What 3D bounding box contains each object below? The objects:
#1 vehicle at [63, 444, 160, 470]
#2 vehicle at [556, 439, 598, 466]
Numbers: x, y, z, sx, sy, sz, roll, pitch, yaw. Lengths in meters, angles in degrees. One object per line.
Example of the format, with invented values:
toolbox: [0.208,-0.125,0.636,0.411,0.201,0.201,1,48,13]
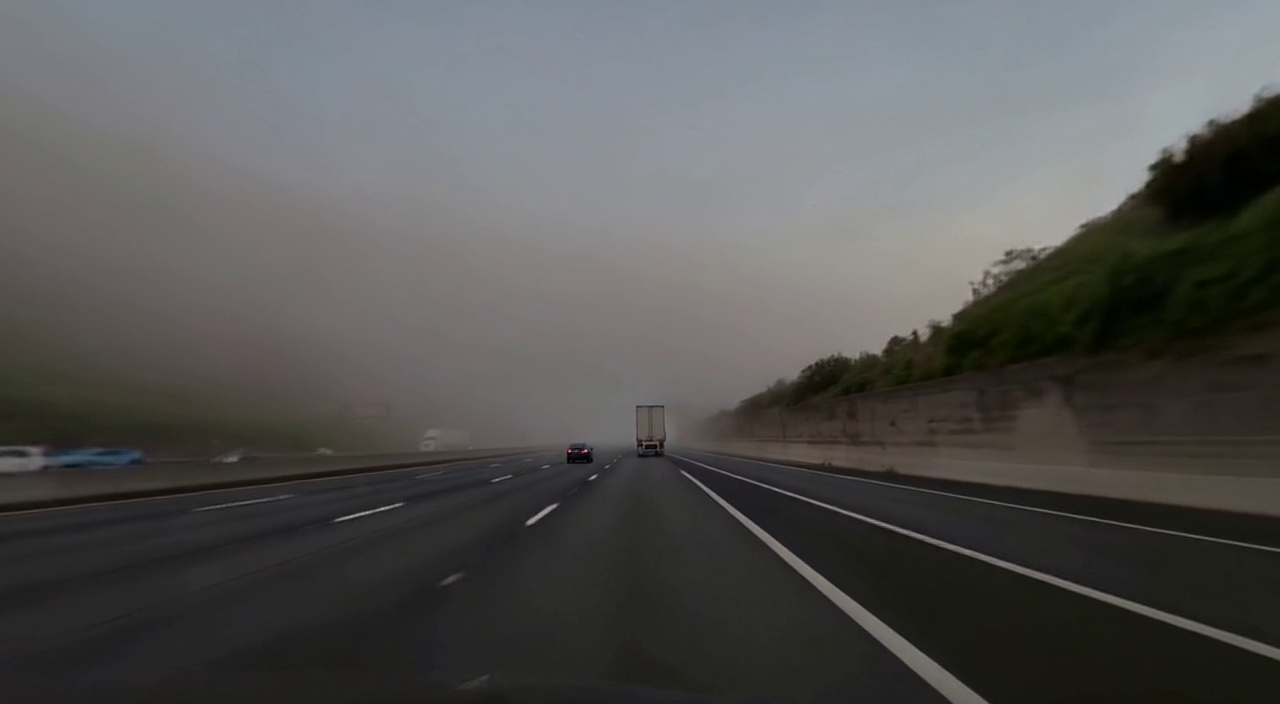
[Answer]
vehicle: [-39.294,7.766,47.131,2.158,1.816,5.645,-1,-8,3]
vehicle: [-3.686,5.967,37.510,1.983,1.508,4.060,0,-8,1]
